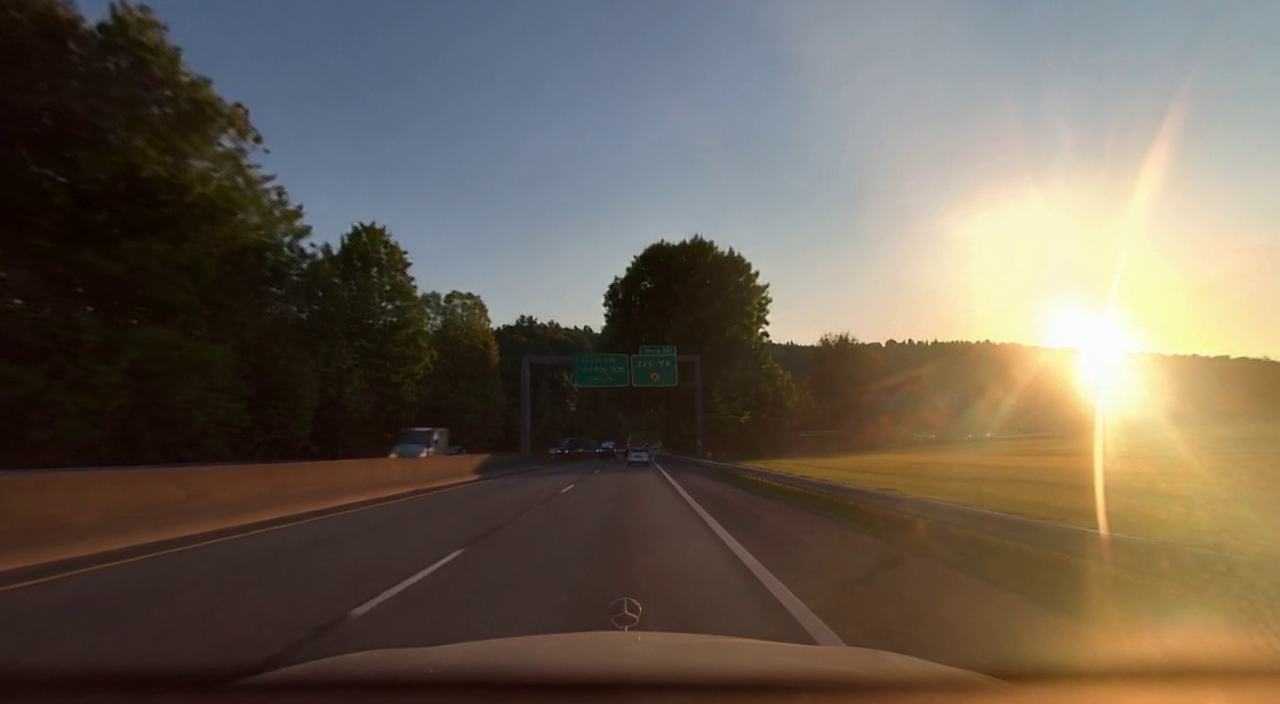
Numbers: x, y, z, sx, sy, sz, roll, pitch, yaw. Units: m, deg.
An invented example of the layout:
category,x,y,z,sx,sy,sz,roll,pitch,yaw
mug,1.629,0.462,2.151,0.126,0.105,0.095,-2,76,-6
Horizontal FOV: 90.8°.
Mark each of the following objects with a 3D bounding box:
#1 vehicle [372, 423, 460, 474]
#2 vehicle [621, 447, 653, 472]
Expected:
category,x,y,z,sx,sy,sz,roll,pitch,yaw
vehicle,-12.045,5.293,34.690,2.236,2.494,7.006,0,-9,0
vehicle,-0.203,6.681,39.268,1.853,1.436,3.438,0,-9,-1
